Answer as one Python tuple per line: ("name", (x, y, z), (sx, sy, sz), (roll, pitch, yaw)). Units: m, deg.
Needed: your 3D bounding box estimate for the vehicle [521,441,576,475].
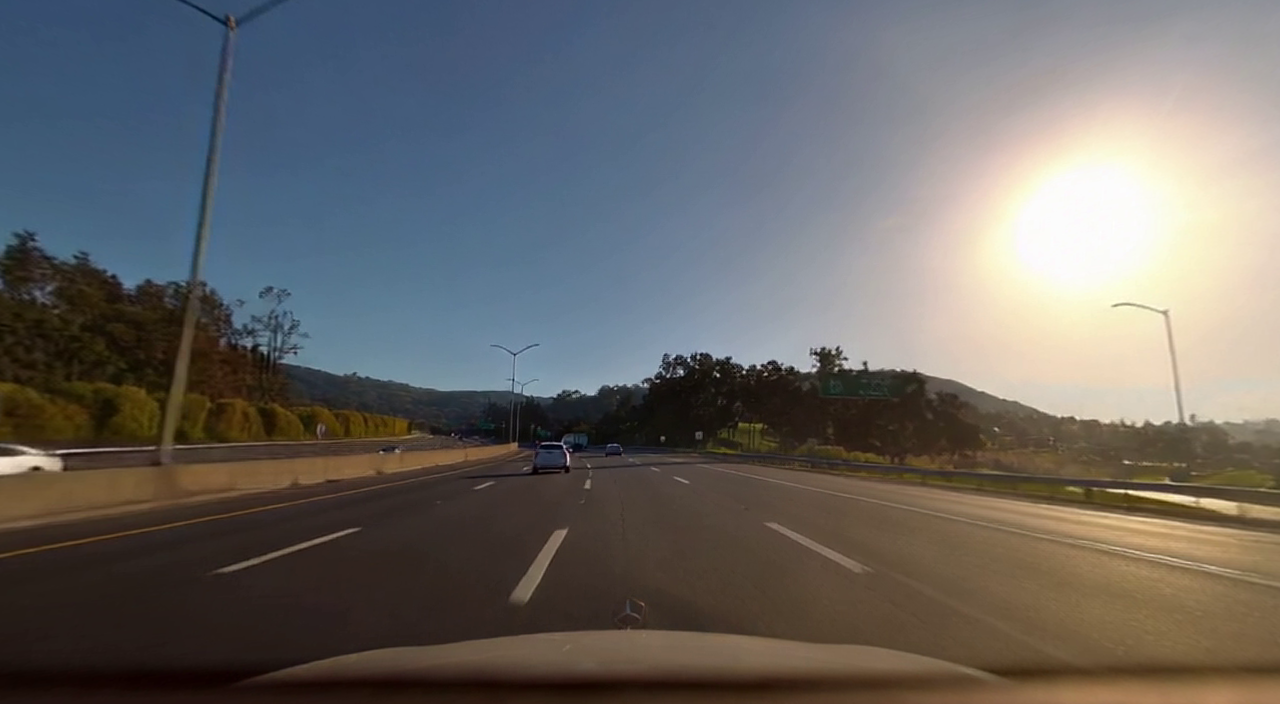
("vehicle", (-4.244, 4.980, 29.978), (2.193, 1.497, 4.337), (0, -8, -3))
